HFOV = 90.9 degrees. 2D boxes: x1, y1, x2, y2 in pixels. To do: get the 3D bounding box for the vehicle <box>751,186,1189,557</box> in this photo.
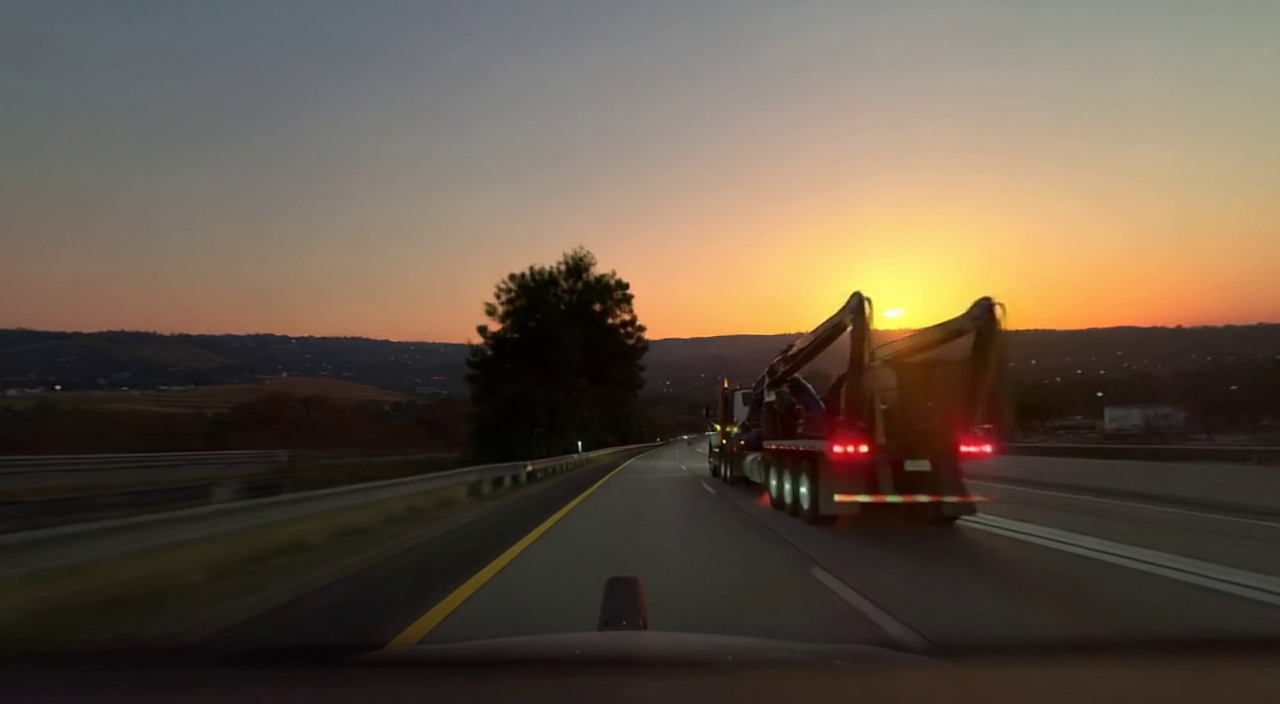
[{"bbox_3d":[3.975,0.617,9.952,3.279,3.956,6.541,0,-9,1],"label":"vehicle"}]
